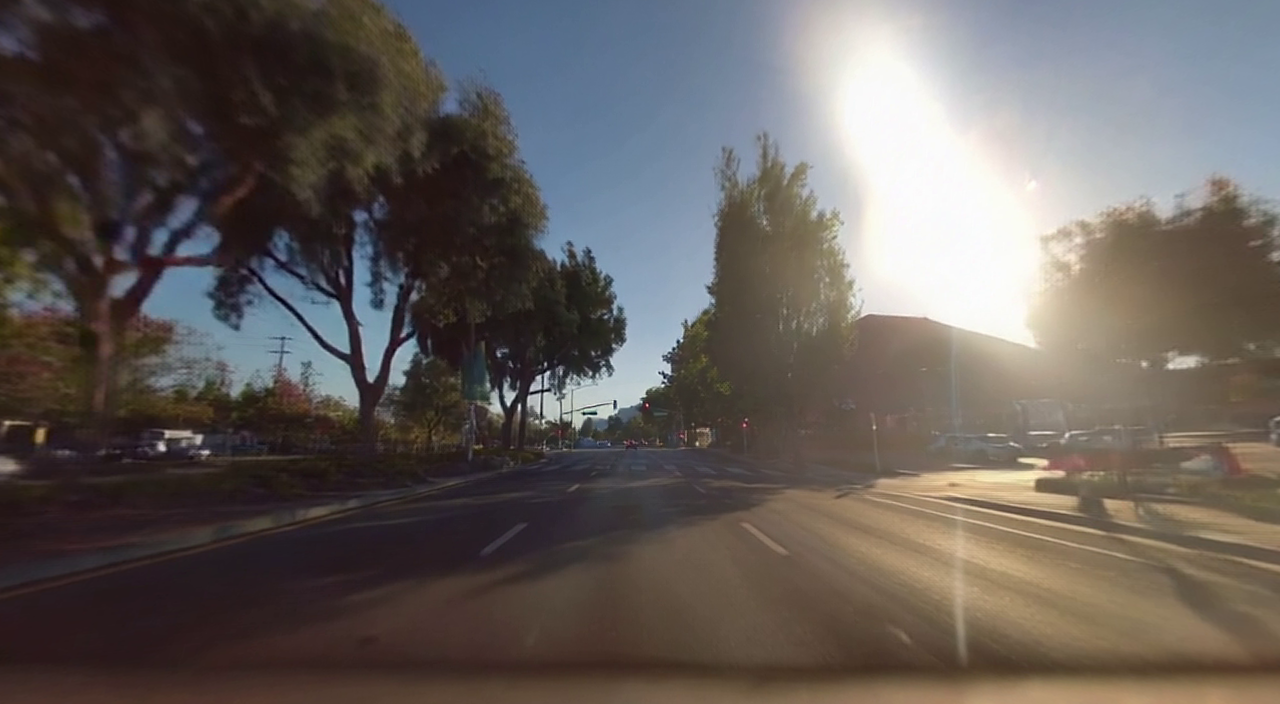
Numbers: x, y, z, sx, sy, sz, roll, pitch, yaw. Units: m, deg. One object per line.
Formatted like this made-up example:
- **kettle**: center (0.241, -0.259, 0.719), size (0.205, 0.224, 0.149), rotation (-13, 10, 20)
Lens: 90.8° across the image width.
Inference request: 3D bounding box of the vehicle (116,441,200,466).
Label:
- **vehicle**: center (-31.866, 6.711, 41.822), size (3.894, 1.590, 1.908), rotation (0, -8, -2)

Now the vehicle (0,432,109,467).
- **vehicle**: center (-35.863, 5.825, 37.910), size (2.667, 1.929, 6.076), rotation (-1, -8, 0)

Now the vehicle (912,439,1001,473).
- **vehicle**: center (14.870, 4.887, 29.976), size (1.920, 1.471, 4.516), rotation (0, -8, 1)

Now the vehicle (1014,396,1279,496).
- **vehicle**: center (13.320, 2.360, 15.930), size (6.063, 2.313, 2.534), rotation (0, -8, 1)
